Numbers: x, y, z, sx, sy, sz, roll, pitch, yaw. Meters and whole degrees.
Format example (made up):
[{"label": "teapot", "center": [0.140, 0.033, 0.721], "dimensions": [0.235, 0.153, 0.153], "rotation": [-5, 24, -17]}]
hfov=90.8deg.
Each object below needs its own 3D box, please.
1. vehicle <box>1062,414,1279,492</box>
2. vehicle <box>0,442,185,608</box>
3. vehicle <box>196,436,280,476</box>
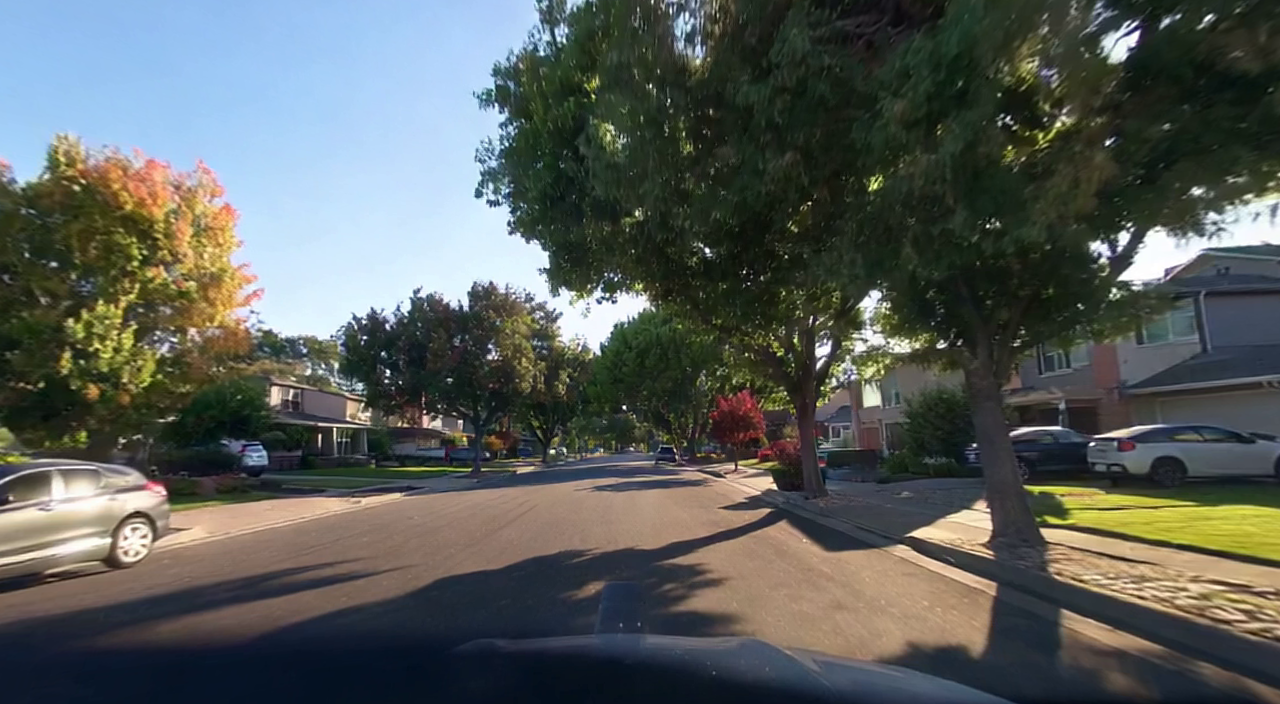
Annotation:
[{"label": "vehicle", "center": [12.676, 2.369, 14.746], "dimensions": [4.499, 1.591, 1.988], "rotation": [-7, -11, 31]}, {"label": "vehicle", "center": [-6.950, 1.728, 6.257], "dimensions": [1.860, 1.498, 3.969], "rotation": [-3, -7, 2]}, {"label": "vehicle", "center": [-17.620, 4.558, 27.940], "dimensions": [1.957, 1.602, 4.326], "rotation": [3, -9, -16]}]
